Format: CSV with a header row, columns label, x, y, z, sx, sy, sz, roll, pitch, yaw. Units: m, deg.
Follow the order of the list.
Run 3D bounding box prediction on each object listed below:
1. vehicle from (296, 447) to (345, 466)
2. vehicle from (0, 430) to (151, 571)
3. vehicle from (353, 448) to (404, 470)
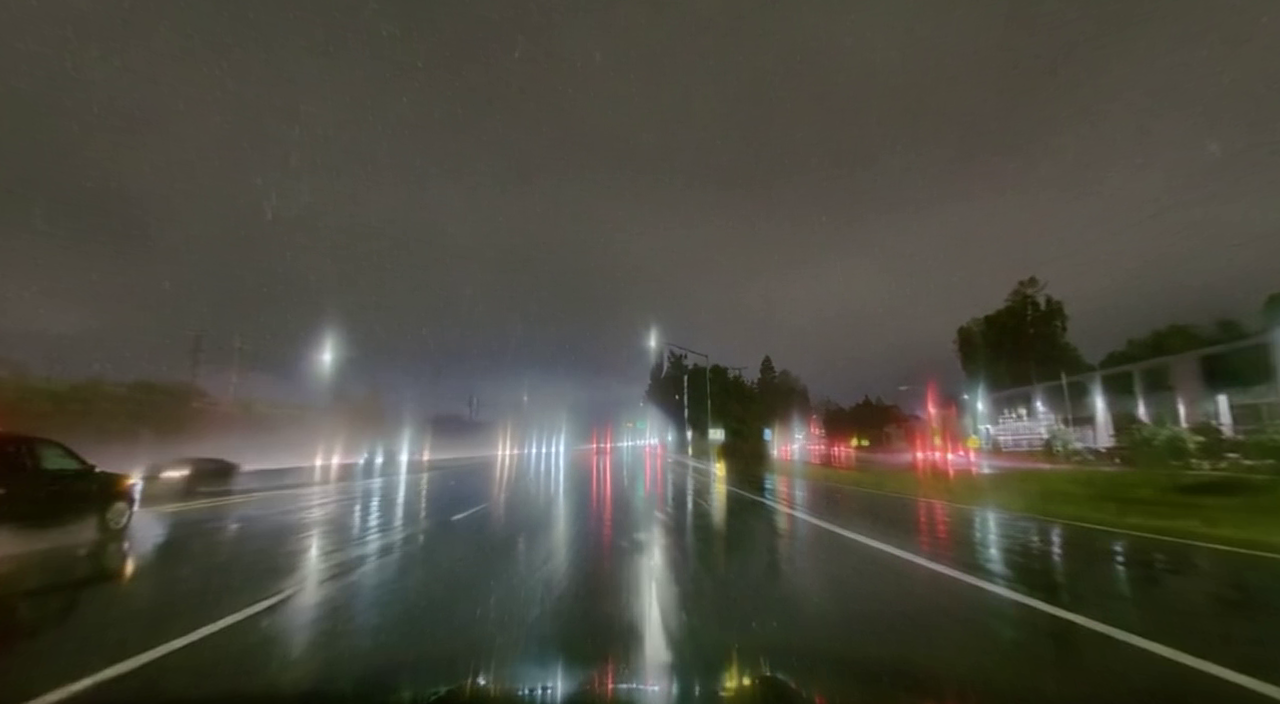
label,x,y,z,sx,sy,sz,roll,pitch,yaw
vehicle,-25.172,8.232,49.913,1.890,1.463,3.902,0,-9,-2
vehicle,-7.926,1.580,6.646,2.060,1.507,4.494,0,-9,-2
vehicle,-18.523,7.583,44.972,1.952,1.427,4.195,0,-9,-2
